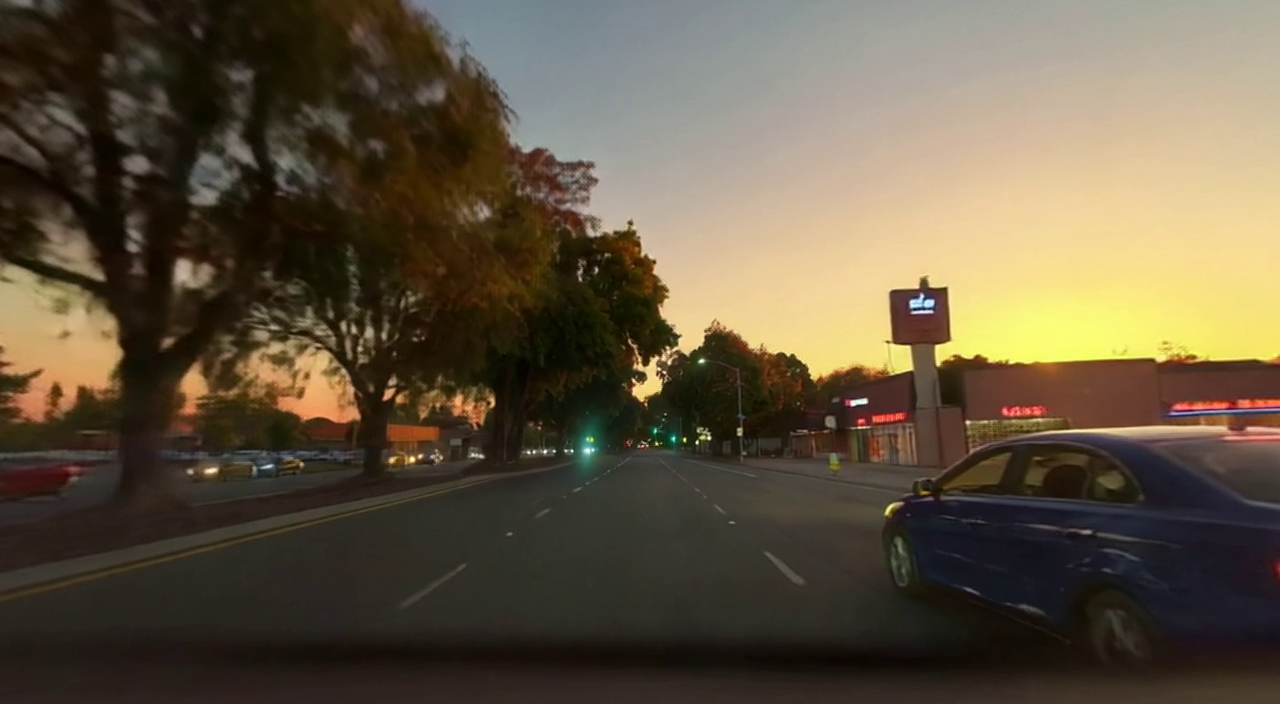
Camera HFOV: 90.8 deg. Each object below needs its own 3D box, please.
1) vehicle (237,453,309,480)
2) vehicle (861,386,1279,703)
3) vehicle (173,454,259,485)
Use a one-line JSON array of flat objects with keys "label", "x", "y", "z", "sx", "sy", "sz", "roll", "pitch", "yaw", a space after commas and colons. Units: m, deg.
[{"label": "vehicle", "x": -22.448, "y": 6.986, "z": 38.784, "sx": 1.784, "sy": 1.438, "sz": 4.471, "roll": -1, "pitch": -8, "yaw": -1}, {"label": "vehicle", "x": 3.075, "y": 1.057, "z": 3.522, "sx": 2.004, "sy": 1.470, "sz": 4.544, "roll": -1, "pitch": -8, "yaw": 0}, {"label": "vehicle", "x": -22.428, "y": 6.196, "z": 33.607, "sx": 1.745, "sy": 1.476, "sz": 4.123, "roll": -1, "pitch": -8, "yaw": -1}]
